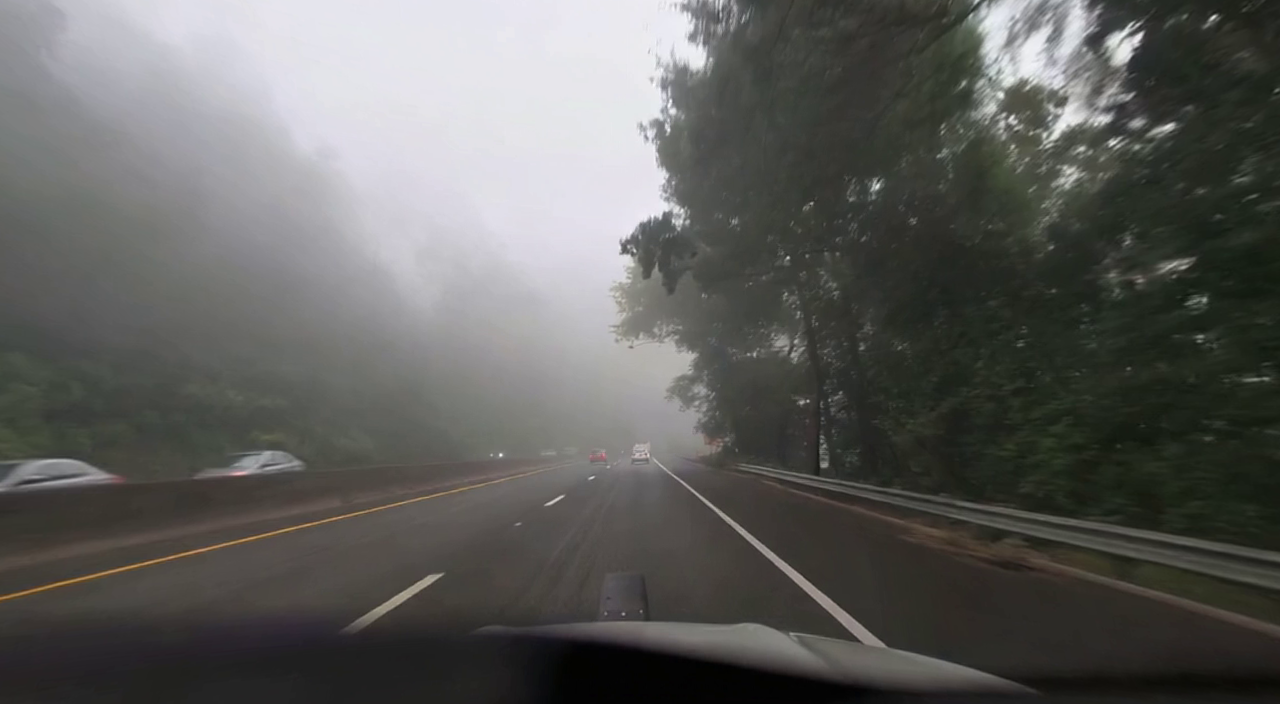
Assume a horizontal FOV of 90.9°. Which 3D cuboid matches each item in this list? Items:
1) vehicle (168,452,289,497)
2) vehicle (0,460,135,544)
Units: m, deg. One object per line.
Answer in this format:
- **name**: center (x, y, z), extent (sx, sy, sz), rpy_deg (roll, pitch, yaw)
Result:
- **vehicle**: center (-16.870, 5.013, 26.161), extent (1.995, 1.662, 4.464), rpy_deg (0, -9, 0)
- **vehicle**: center (-12.835, 2.935, 12.493), extent (1.943, 1.477, 4.441), rpy_deg (0, -9, 0)
